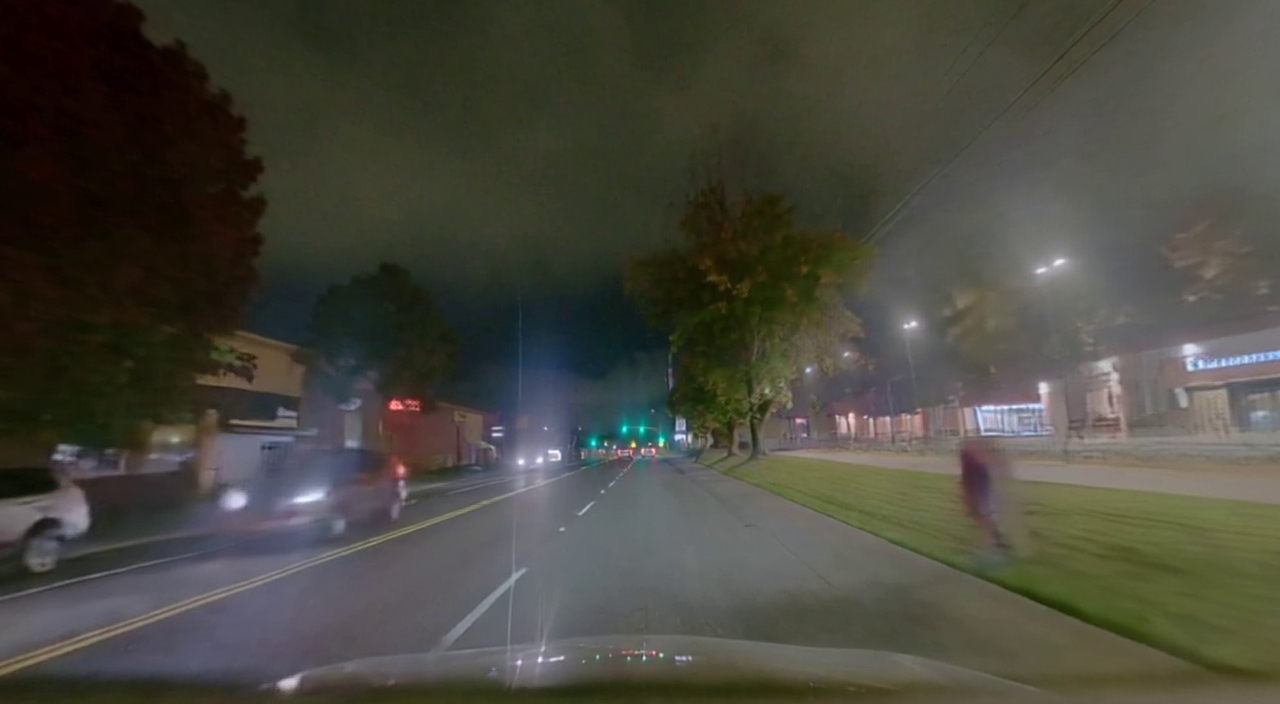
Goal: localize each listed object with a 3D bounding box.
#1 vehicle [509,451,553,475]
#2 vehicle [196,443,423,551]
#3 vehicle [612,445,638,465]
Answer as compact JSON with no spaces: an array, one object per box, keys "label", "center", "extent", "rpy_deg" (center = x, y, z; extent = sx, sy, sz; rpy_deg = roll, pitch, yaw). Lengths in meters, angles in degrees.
[{"label":"vehicle","center":[-7.269,7.416,42.392],"extent":[1.925,1.502,4.359],"rpy_deg":[-1,-9,4]},{"label":"vehicle","center":[-6.101,2.677,12.441],"extent":[2.030,1.701,4.559],"rpy_deg":[0,-9,-1]},{"label":"vehicle","center":[-1.168,8.111,49.914],"extent":[2.020,1.478,3.922],"rpy_deg":[0,-9,-1]}]
